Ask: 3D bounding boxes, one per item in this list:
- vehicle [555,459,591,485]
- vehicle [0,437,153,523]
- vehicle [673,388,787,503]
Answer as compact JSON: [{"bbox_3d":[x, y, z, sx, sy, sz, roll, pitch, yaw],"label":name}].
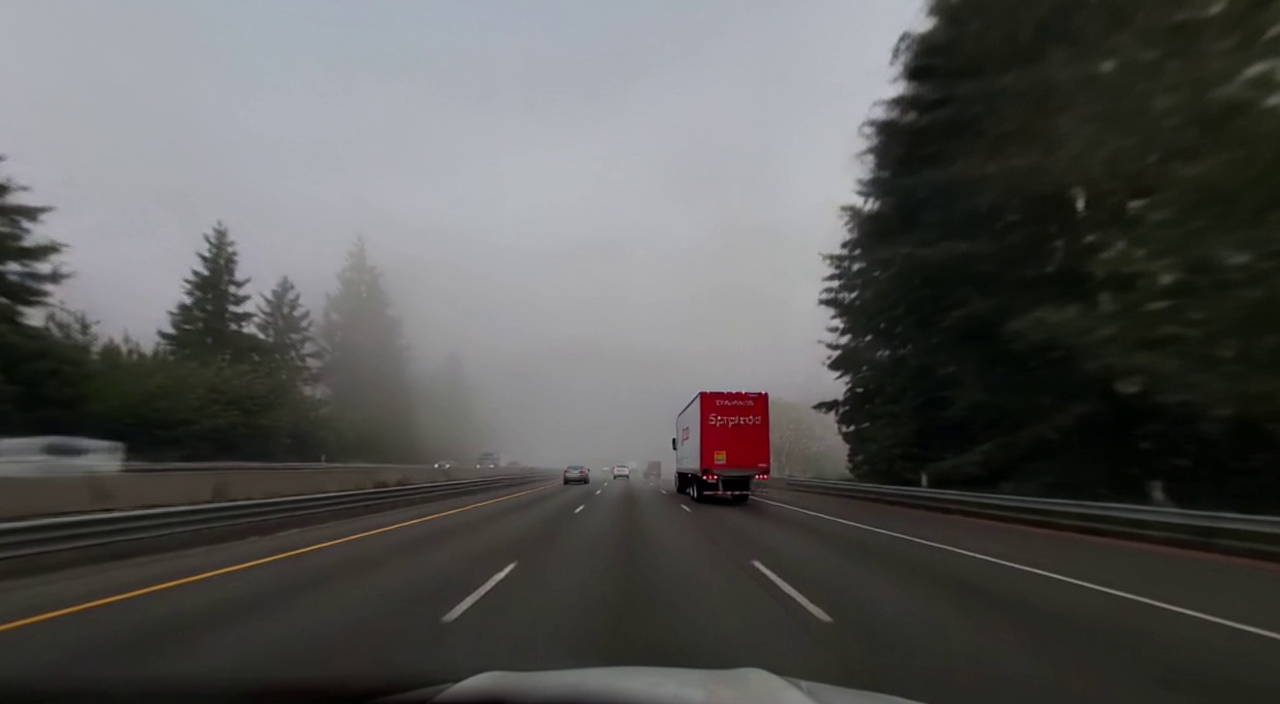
[{"bbox_3d":[-4.704,8.496,44.713,2.155,1.667,4.615,1,-10,-2],"label":"vehicle"},{"bbox_3d":[-12.202,2.450,12.227,1.954,1.466,4.444,1,-10,-1],"label":"vehicle"},{"bbox_3d":[3.759,4.759,30.791,2.992,4.300,13.967,1,-10,-2],"label":"vehicle"}]
